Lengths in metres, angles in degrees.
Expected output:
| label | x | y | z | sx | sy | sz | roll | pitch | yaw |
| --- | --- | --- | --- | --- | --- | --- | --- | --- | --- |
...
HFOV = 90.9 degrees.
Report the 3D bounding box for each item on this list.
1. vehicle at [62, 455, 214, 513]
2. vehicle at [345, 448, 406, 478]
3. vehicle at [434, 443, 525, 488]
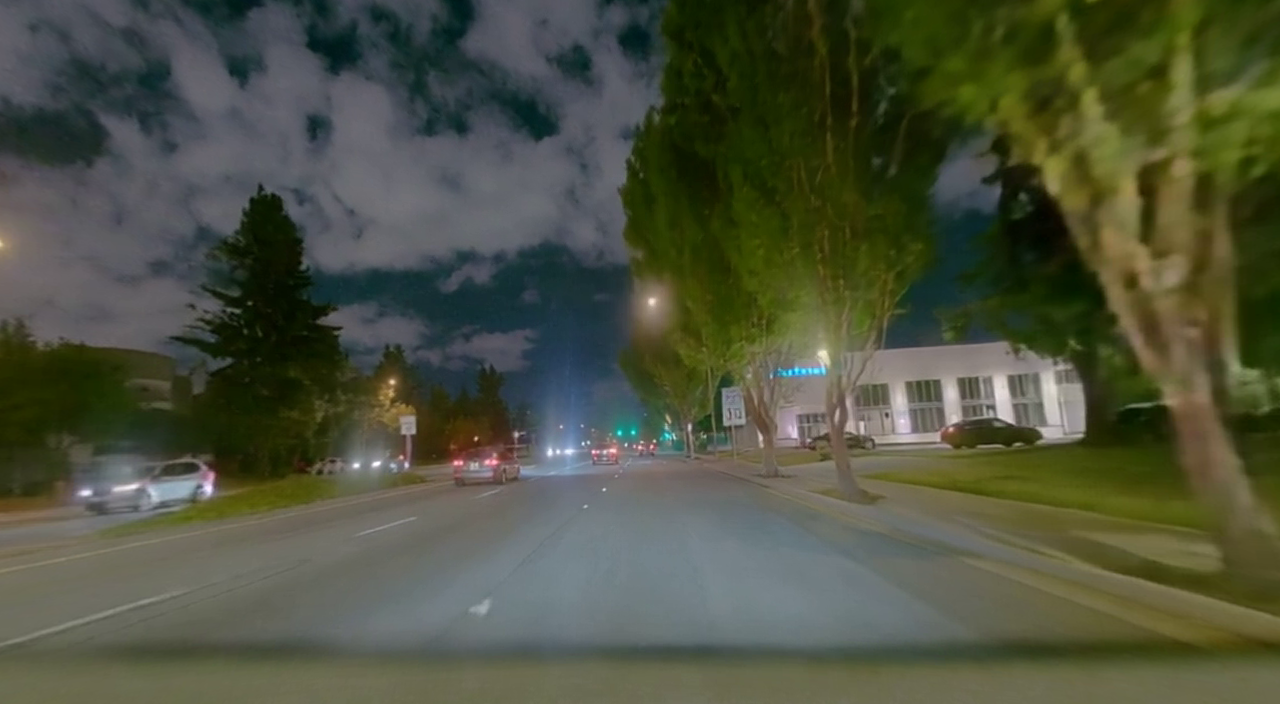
| label | x | y | z | sx | sy | sz | roll | pitch | yaw |
| --- | --- | --- | --- | --- | --- | --- | --- | --- | --- |
| vehicle | -17.515 | 4.569 | 22.317 | 1.800 | 1.736 | 4.287 | -1 | -8 | 1 |
| vehicle | -17.388 | 7.296 | 41.666 | 2.027 | 1.773 | 4.501 | 0 | -8 | 0 |
| vehicle | -5.687 | 4.056 | 22.889 | 2.072 | 1.427 | 4.328 | -1 | -8 | 1 |
